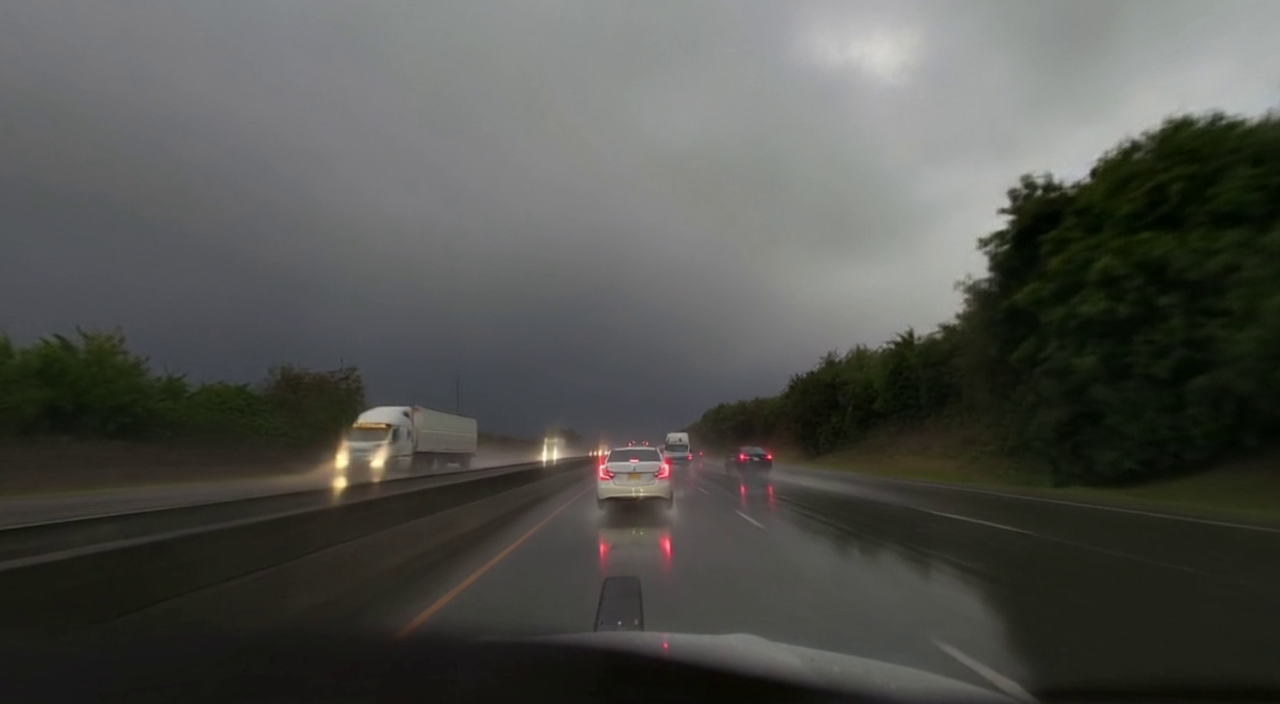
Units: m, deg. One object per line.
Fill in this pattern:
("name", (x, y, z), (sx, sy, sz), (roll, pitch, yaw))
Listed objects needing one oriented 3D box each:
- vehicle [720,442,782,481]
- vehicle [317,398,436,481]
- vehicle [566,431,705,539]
("vehicle", (4.695, 4.694, 27.167), (1.931, 1.516, 3.995), (0, -9, -1))
("vehicle", (-13.542, 4.640, 33.159), (3.152, 3.893, 6.812), (-1, -9, 1))
("vehicle", (-0.105, 2.282, 11.336), (2.088, 1.580, 3.657), (0, -9, -1))
